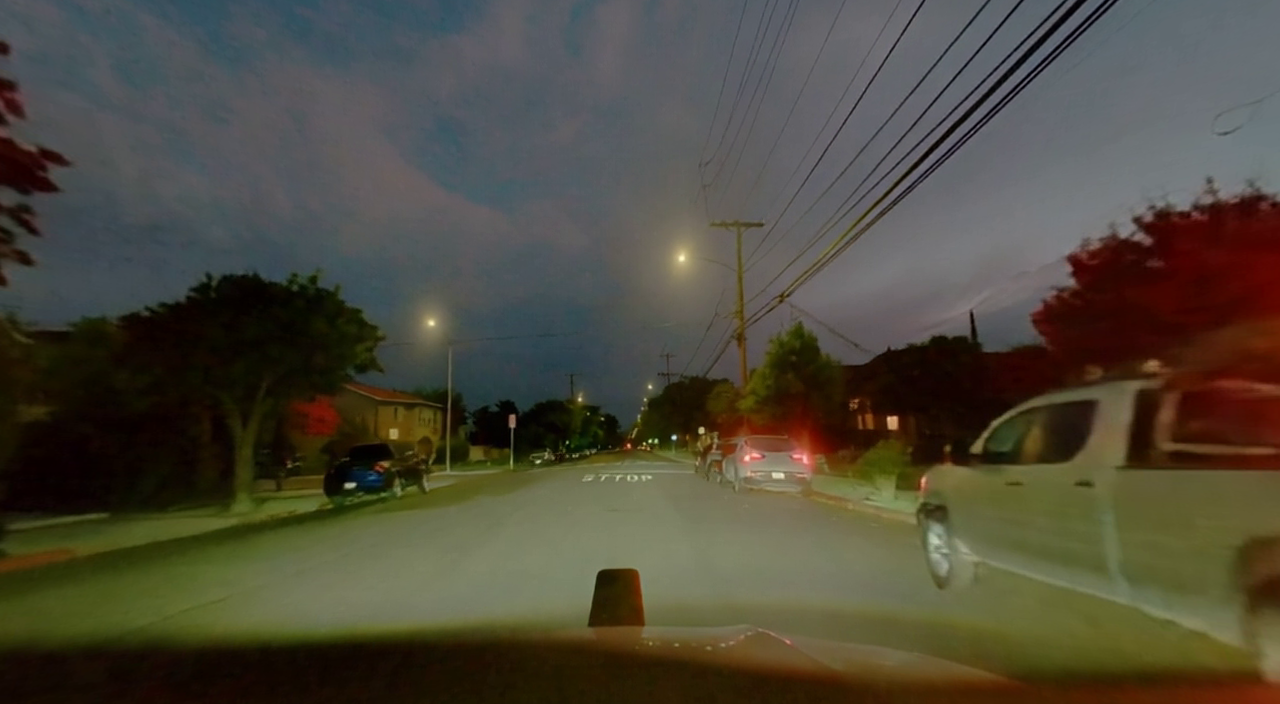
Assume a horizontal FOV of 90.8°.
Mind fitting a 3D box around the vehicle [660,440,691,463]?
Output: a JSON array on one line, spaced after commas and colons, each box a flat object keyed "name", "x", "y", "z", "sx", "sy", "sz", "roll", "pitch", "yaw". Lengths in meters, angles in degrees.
[{"name": "vehicle", "x": 2.755, "y": 7.858, "z": 49.951, "sx": 2.114, "sy": 1.708, "sz": 4.474, "roll": 0, "pitch": -8, "yaw": -1}]

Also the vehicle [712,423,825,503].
[{"name": "vehicle", "x": 3.144, "y": 2.835, "z": 16.490, "sx": 1.993, "sy": 1.778, "sz": 4.311, "roll": 0, "pitch": -9, "yaw": -1}]

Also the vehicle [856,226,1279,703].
[{"name": "vehicle", "x": 3.406, "y": 0.794, "z": 3.807, "sx": 2.111, "sy": 2.054, "sz": 5.748, "roll": 0, "pitch": -9, "yaw": -1}]

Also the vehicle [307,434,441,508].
[{"name": "vehicle", "x": -7.351, "y": 3.398, "z": 17.992, "sx": 1.980, "sy": 1.664, "sz": 4.342, "roll": -5, "pitch": -11, "yaw": -1}]
